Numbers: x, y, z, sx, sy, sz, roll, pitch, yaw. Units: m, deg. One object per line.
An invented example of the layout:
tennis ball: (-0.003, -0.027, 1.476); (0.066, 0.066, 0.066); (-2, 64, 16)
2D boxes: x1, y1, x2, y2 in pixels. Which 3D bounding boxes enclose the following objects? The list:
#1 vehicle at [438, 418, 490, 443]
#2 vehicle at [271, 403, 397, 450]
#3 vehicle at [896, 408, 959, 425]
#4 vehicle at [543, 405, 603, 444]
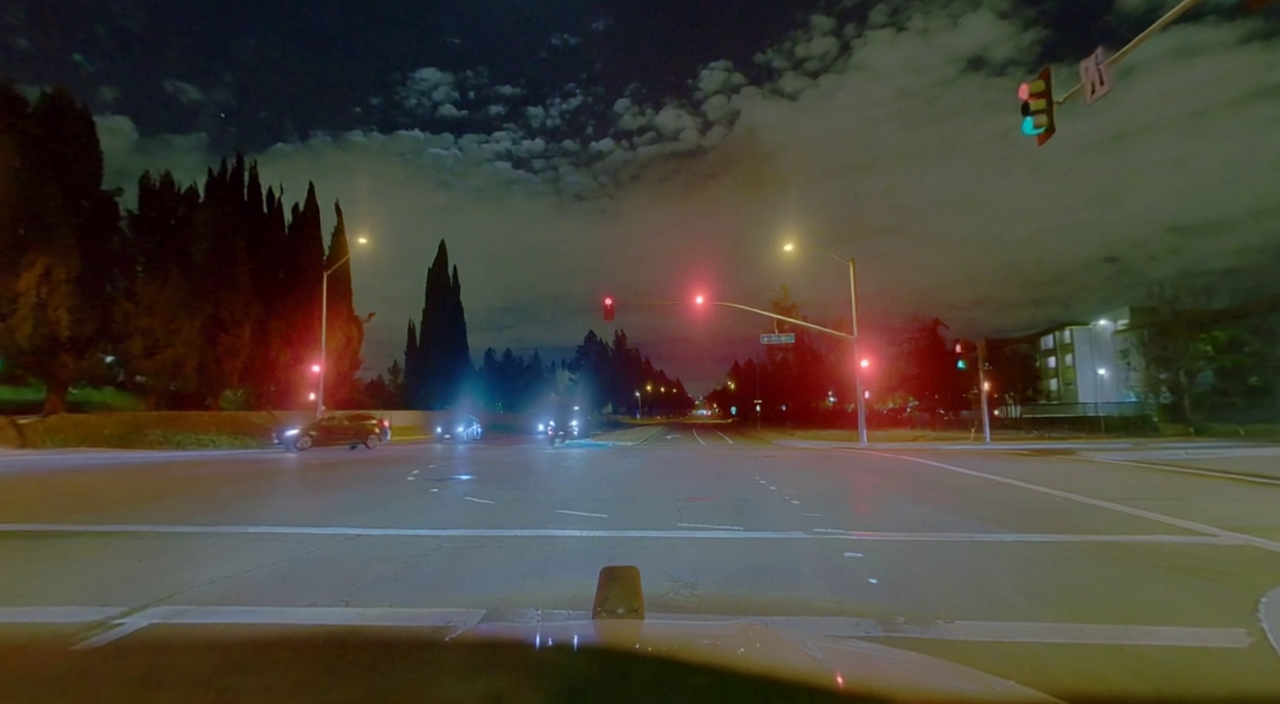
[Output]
vehicle: (-11.273, 5.084, 40.714); (1.899, 1.510, 4.294); (-1, -8, 3)
vehicle: (-13.517, 3.410, 28.334); (2.340, 1.902, 4.920); (-2, -9, 15)
vehicle: (22.004, 4.941, 48.439); (3.933, 1.219, 1.700); (-1, -9, 3)
vehicle: (-3.465, 3.968, 33.838); (2.306, 1.907, 5.382); (-1, -8, 4)
